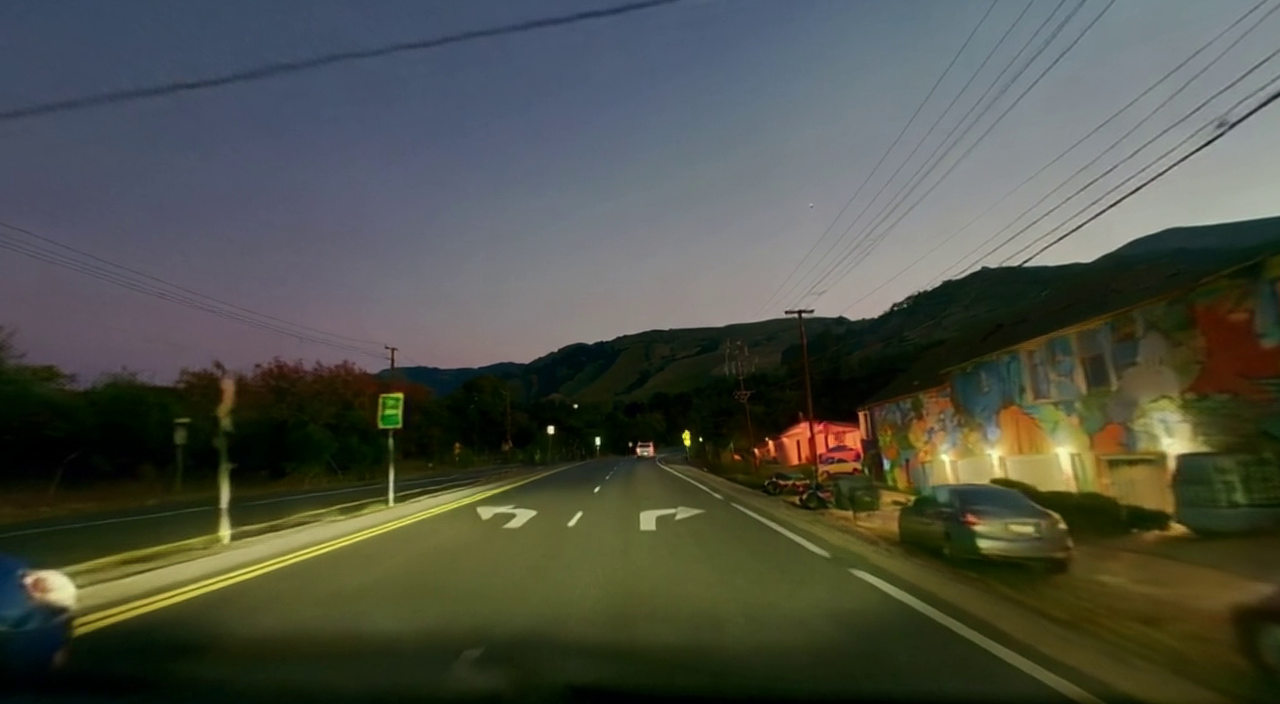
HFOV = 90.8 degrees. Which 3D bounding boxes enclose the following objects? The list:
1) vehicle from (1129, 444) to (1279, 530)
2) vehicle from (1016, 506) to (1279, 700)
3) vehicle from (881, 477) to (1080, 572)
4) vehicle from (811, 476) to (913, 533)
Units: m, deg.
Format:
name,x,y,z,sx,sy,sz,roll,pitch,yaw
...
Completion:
name,x,y,z,sx,sy,sz,roll,pitch,yaw
vehicle,15.249,3.239,15.501,4.798,1.934,1.908,0,-9,0
vehicle,6.893,2.853,7.975,1.797,1.401,4.088,0,-9,1
vehicle,6.905,3.498,13.417,1.838,1.475,4.152,0,-9,-1
vehicle,7.098,4.895,20.652,1.849,1.439,4.143,0,-9,1
